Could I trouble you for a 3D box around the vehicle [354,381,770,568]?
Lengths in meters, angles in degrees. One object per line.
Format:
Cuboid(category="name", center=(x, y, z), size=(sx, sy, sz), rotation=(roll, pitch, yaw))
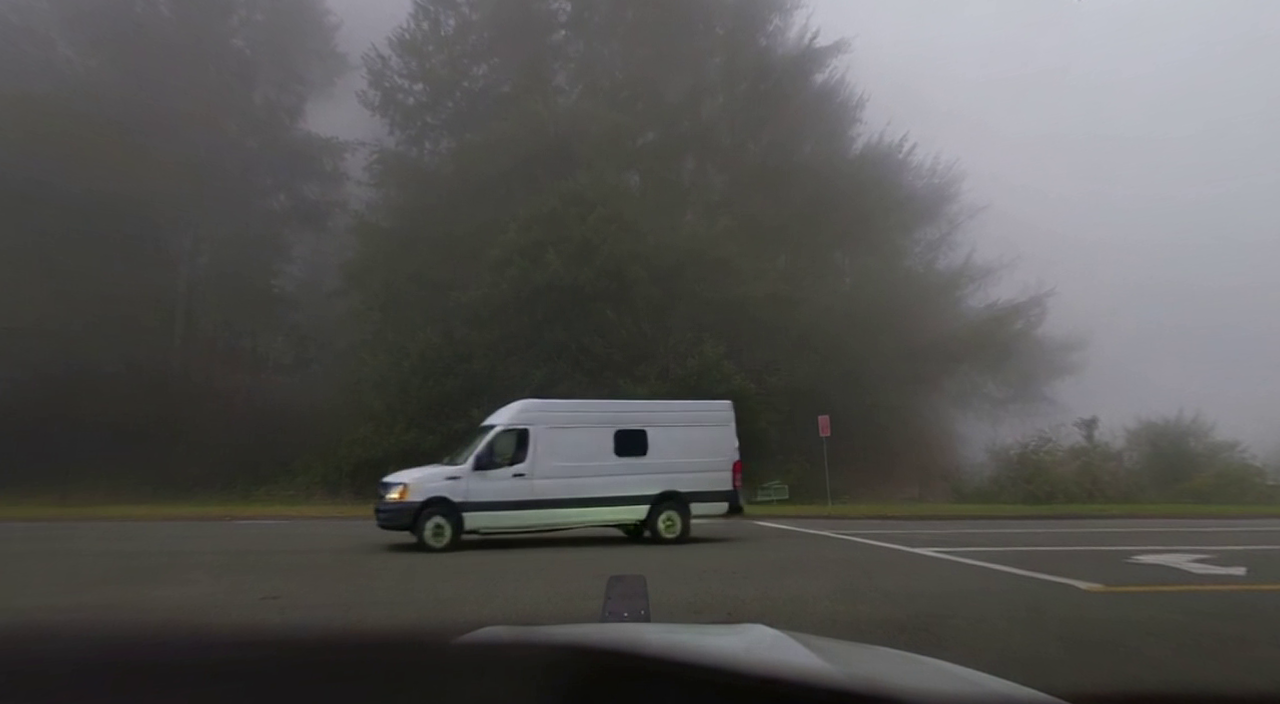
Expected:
Cuboid(category="vehicle", center=(-1.151, 1.875, 10.175), size=(5.923, 2.424, 2.247), rotation=(2, -9, -16))
